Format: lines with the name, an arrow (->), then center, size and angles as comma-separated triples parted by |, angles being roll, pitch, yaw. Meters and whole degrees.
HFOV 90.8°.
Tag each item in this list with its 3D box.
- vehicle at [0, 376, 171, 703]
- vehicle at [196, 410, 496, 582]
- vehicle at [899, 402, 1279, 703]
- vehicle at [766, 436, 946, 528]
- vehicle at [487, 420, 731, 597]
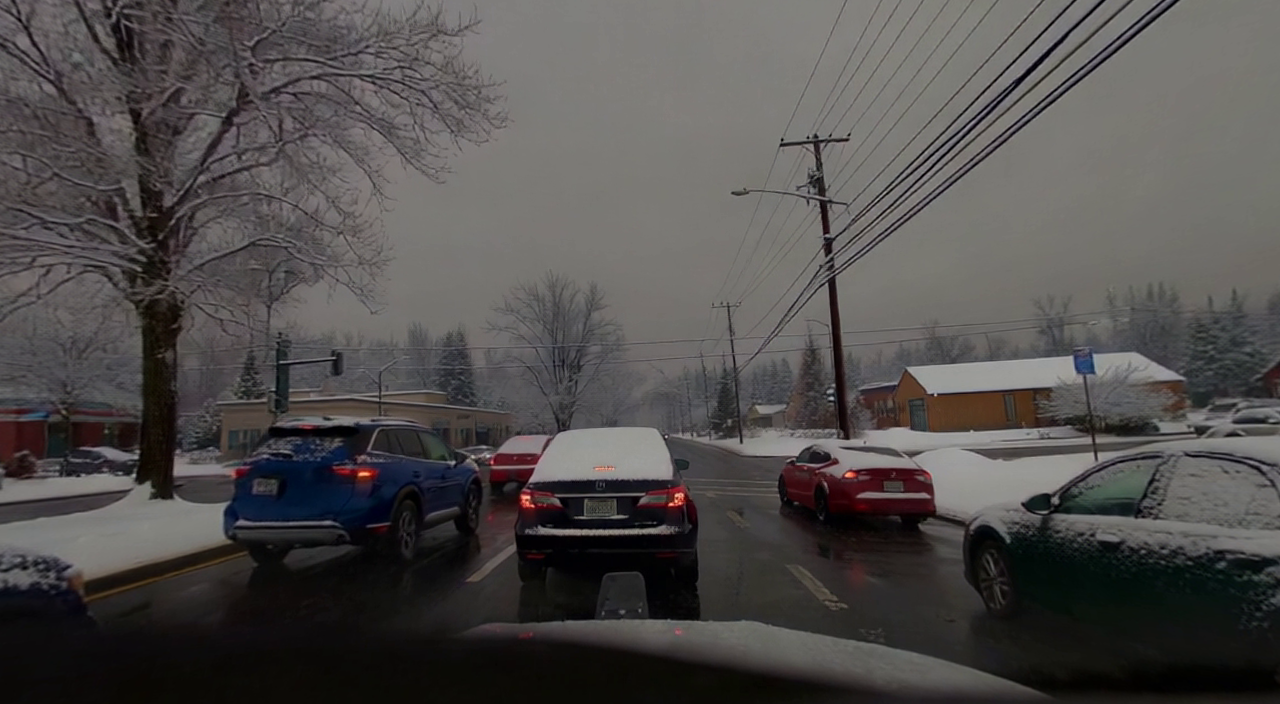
vehicle -> -2.839, 0.574, 0.146 | 1.984, 1.496, 4.530 | 0, -9, 0
vehicle -> -3.419, 1.750, 8.485 | 1.979, 1.697, 4.254 | 0, -9, 0
vehicle -> 3.664, 1.189, 4.184 | 1.929, 1.479, 4.723 | 0, -9, 1
vehicle -> 3.933, 2.428, 12.424 | 1.909, 1.473, 4.361 | 0, -9, -1
vehicle -> -0.315, 1.636, 7.416 | 2.097, 1.511, 3.809 | 0, -9, -2
